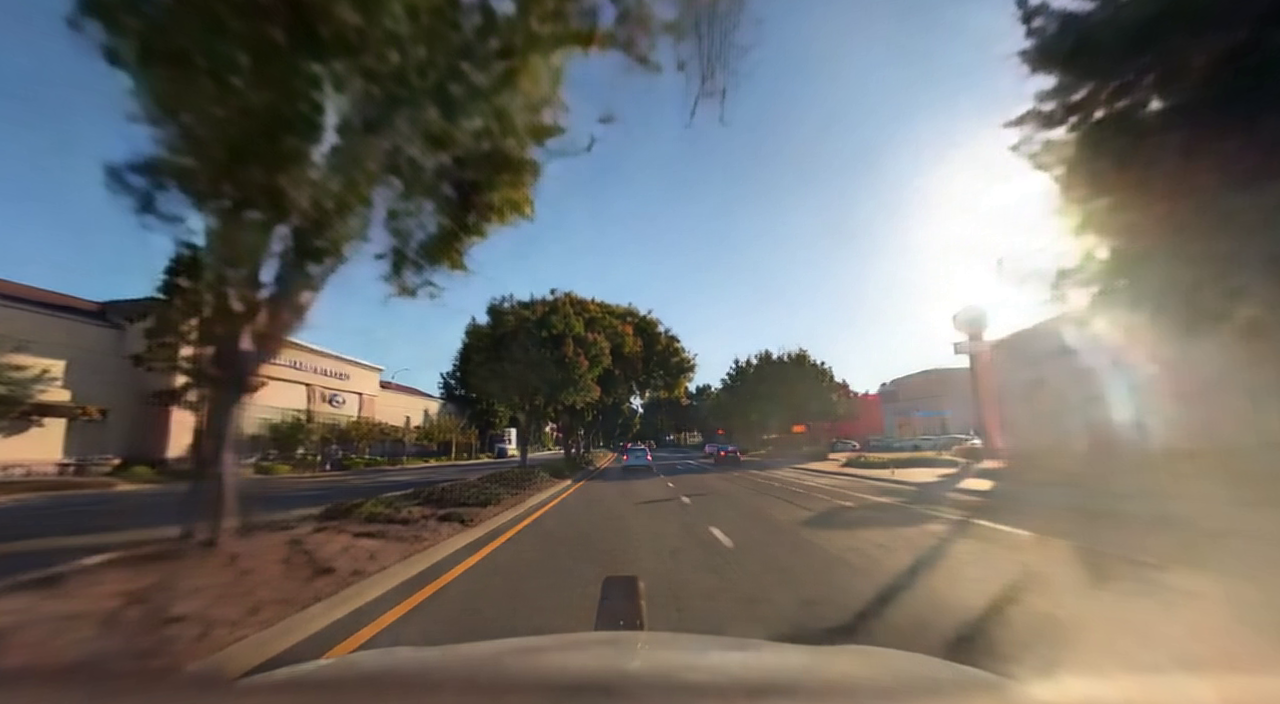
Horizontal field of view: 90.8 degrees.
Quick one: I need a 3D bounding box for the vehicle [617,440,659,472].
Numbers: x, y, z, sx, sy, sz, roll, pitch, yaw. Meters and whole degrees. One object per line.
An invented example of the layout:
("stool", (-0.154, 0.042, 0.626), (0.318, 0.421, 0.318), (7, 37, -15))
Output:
("vehicle", (-0.158, 5.478, 33.408), (2.072, 1.545, 4.578), (0, -8, -1))
